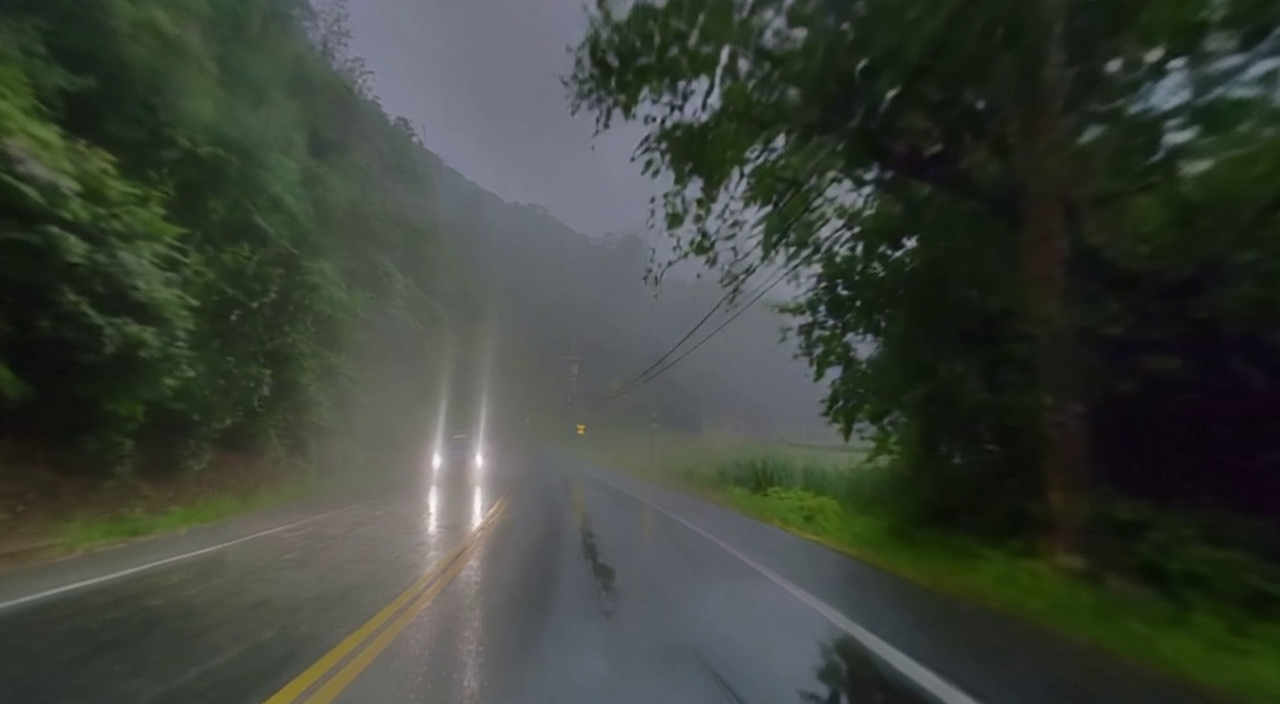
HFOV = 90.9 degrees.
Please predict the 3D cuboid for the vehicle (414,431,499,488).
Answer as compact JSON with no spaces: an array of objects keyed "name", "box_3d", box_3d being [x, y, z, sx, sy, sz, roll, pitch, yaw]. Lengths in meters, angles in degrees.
[{"name":"vehicle","box_3d":[-6.660,3.956,23.509,2.213,1.882,4.693,1,-9,-6]}]
